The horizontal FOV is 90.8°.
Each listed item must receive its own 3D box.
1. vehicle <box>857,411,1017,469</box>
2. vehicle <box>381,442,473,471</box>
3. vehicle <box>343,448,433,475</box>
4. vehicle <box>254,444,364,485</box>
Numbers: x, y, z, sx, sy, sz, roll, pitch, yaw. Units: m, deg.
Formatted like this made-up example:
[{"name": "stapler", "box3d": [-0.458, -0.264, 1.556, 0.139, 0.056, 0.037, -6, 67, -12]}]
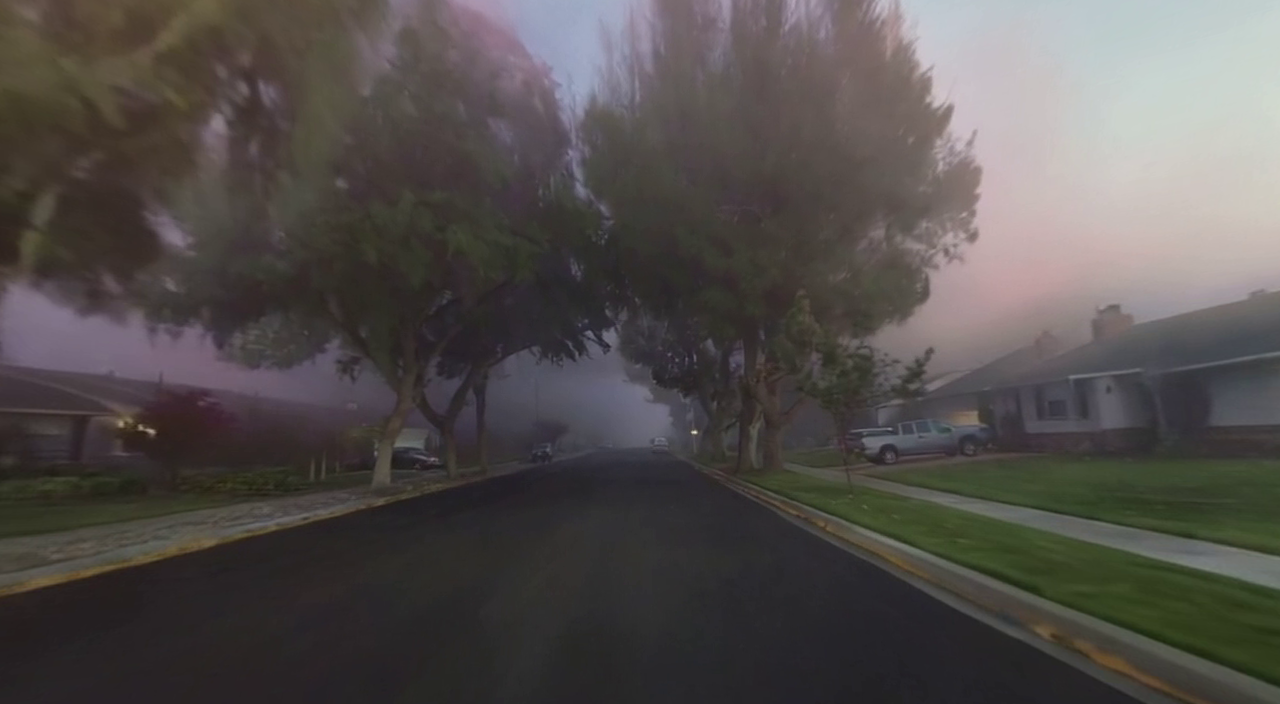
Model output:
[{"name": "vehicle", "box3d": [10.569, 3.179, 22.818, 4.582, 1.680, 2.223, -4, -9, 3]}, {"name": "vehicle", "box3d": [-14.119, 6.933, 42.124, 5.286, 1.847, 2.166, 0, -8, 1]}, {"name": "vehicle", "box3d": [-14.367, 6.243, 36.200, 4.285, 1.483, 1.954, 0, -9, 0]}, {"name": "vehicle", "box3d": [-14.035, 4.776, 27.089, 1.982, 1.596, 3.988, -2, -9, 12]}]
